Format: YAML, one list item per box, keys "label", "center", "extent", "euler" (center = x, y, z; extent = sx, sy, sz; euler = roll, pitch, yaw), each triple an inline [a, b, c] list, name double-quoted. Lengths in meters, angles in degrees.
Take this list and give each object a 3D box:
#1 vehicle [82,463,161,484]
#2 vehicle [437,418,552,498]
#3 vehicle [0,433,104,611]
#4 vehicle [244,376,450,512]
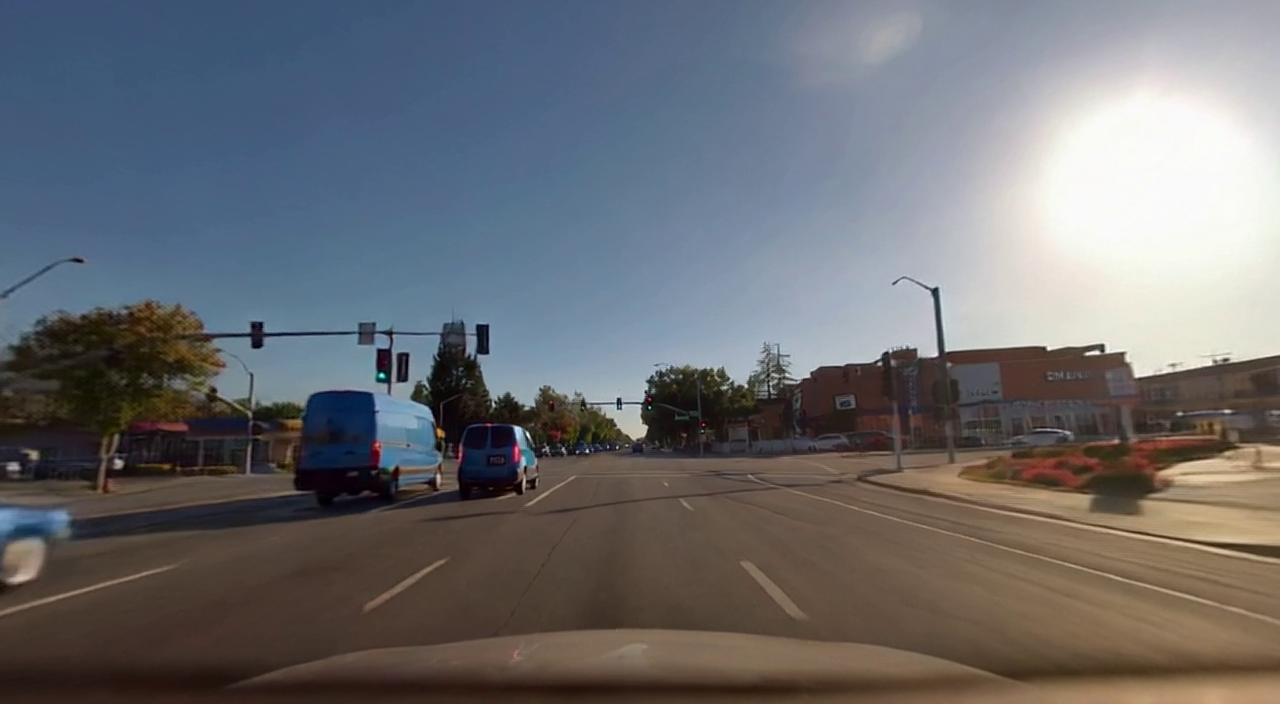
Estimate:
- label: "vehicle"
  center: [-39.081, 9.129, 47.694]
  extent: [4.378, 1.467, 1.812]
  euler: [0, -8, 2]
- label: "vehicle"
  center: [-4.037, 3.060, 18.609]
  extent: [2.206, 2.007, 5.190]
  euler: [0, -8, -1]
- label: "vehicle"
  center: [-6.399, 1.227, 3.908]
  extent: [1.993, 1.490, 4.768]
  euler: [0, -8, 0]
- label: "vehicle"
  center: [-6.691, 2.228, 15.453]
  extent: [2.405, 2.696, 5.561]
  euler: [0, -8, -1]
